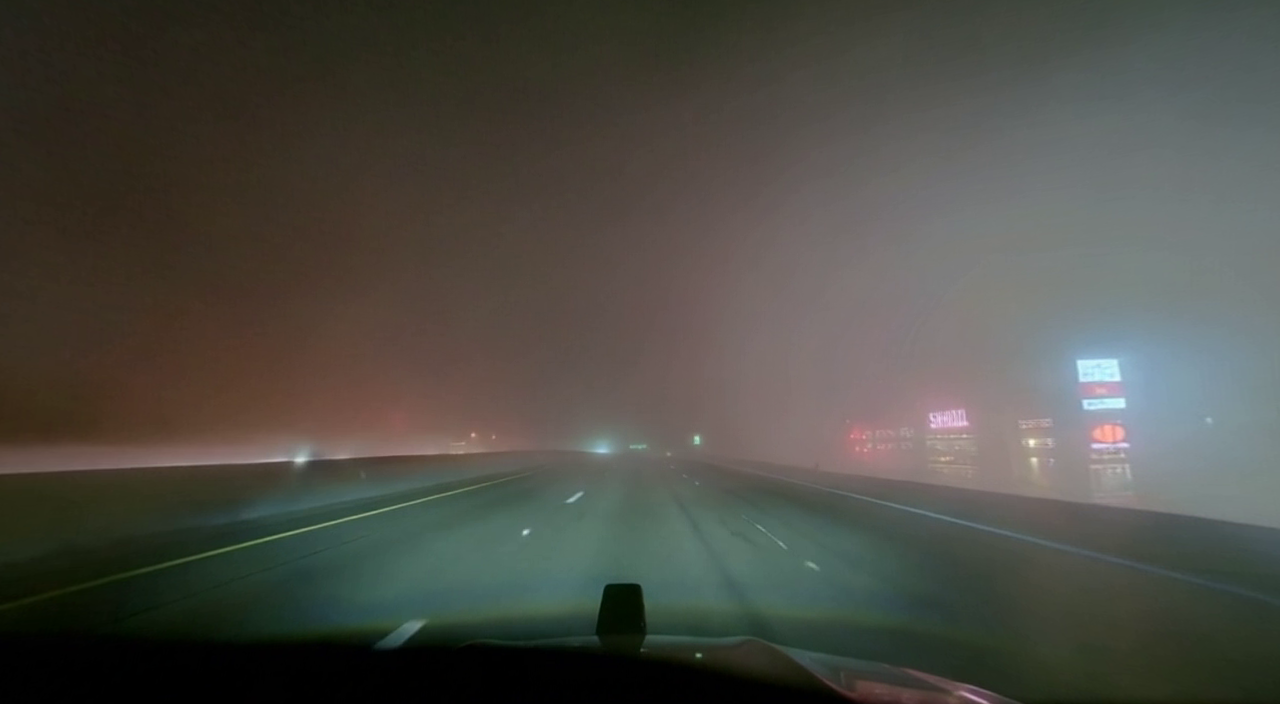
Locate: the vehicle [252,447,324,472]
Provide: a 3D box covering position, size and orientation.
[{"bbox_3d":[-22.953,6.988,41.338,1.908,1.481,4.806,0,-8,1],"label":"vehicle"}]
